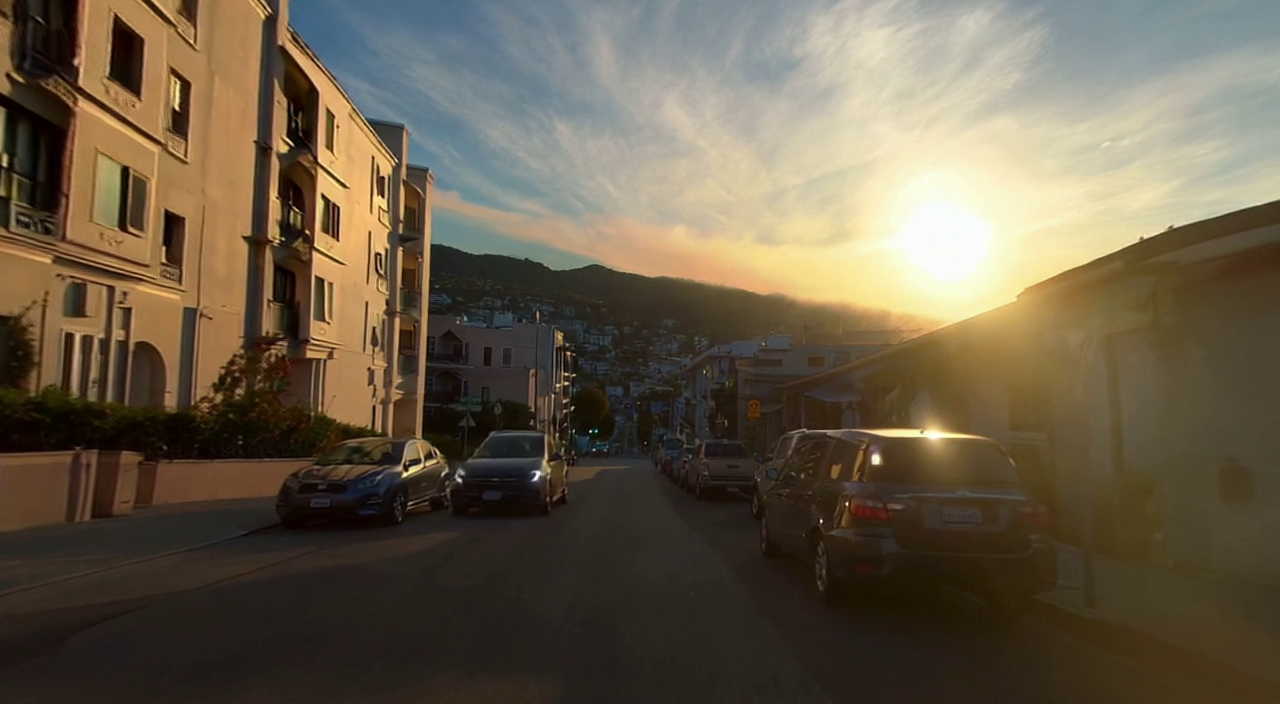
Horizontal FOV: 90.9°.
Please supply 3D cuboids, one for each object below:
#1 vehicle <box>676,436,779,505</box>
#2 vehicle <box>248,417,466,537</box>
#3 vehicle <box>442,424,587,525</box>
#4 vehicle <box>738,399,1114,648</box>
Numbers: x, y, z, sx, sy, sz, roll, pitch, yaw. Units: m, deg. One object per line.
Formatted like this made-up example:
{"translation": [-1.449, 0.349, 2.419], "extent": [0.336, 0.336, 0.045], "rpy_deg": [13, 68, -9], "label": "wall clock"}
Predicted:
{"translation": [1.983, 2.817, 15.585], "extent": [1.786, 1.447, 4.314], "rpy_deg": [0, -8, -2], "label": "vehicle"}
{"translation": [-4.556, 2.098, 11.039], "extent": [1.883, 1.499, 4.426], "rpy_deg": [6, -9, -3], "label": "vehicle"}
{"translation": [-2.084, 2.122, 11.449], "extent": [1.845, 1.544, 3.388], "rpy_deg": [0, -8, 1], "label": "vehicle"}
{"translation": [2.261, 1.433, 6.321], "extent": [1.839, 1.678, 3.918], "rpy_deg": [0, -8, -1], "label": "vehicle"}
